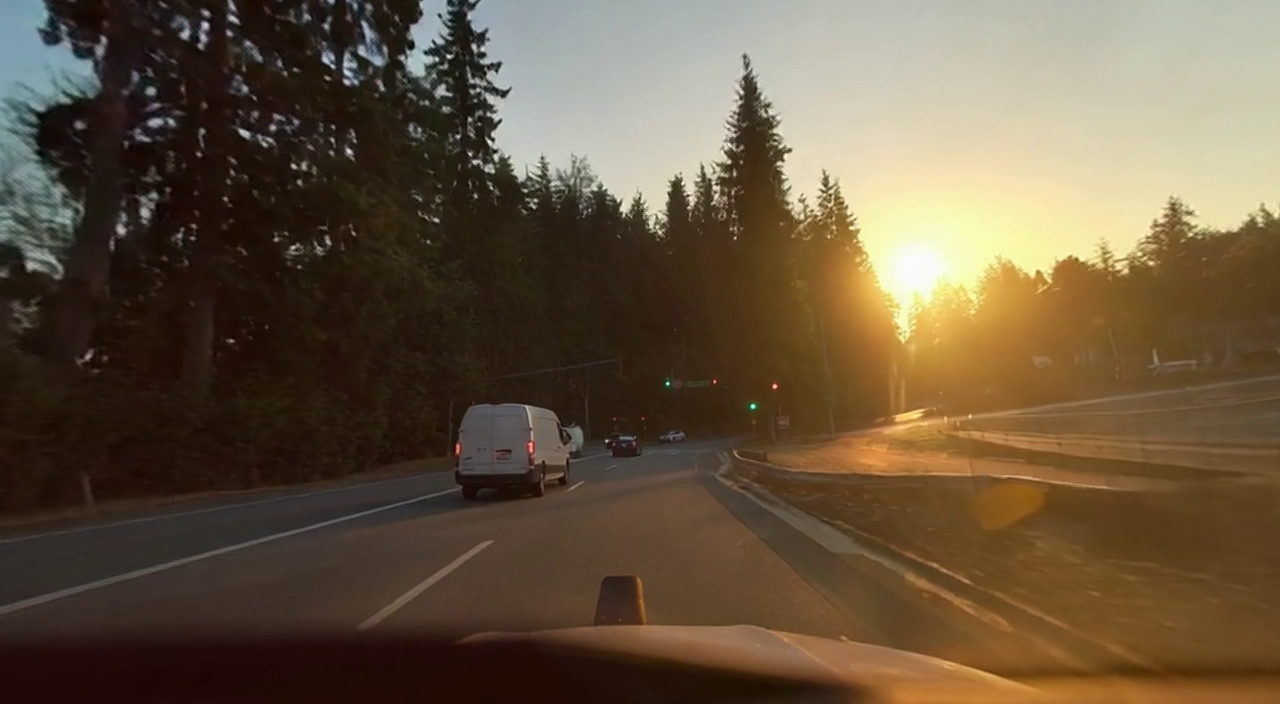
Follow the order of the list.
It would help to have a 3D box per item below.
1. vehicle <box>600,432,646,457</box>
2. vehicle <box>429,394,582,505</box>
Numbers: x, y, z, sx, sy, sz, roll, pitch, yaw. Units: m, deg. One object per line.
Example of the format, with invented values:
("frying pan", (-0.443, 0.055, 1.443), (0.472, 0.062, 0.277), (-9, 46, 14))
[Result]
("vehicle", (-0.993, 5.820, 39.539), (2.088, 1.484, 4.572), (-1, -8, 9))
("vehicle", (-2.916, 2.308, 15.162), (2.362, 2.185, 5.212), (0, -8, 2))
